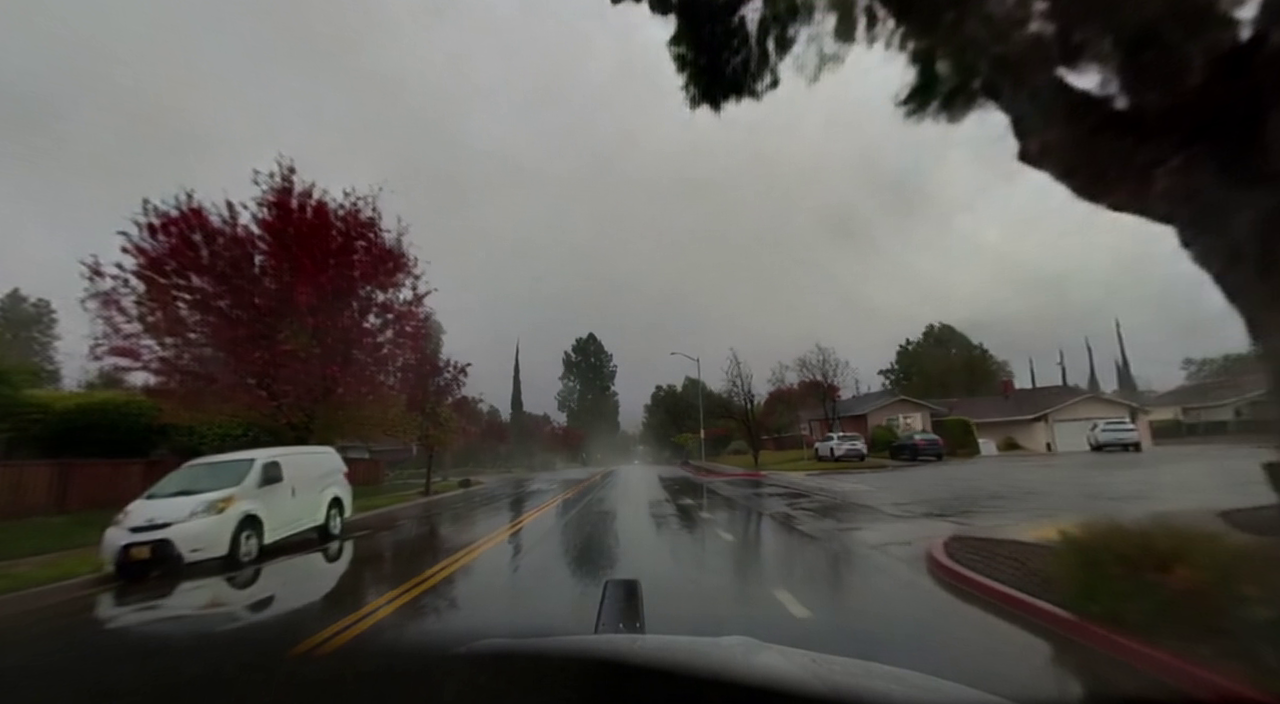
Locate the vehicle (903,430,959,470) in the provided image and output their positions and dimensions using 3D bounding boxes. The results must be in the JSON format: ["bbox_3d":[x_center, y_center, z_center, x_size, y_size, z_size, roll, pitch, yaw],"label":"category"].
[{"bbox_3d":[13.849,4.638,29.909,1.860,1.697,4.292,-5,-10,30],"label":"vehicle"}]

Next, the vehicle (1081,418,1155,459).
[{"bbox_3d":[21.831,3.982,29.020,1.956,1.632,3.922,-9,-11,27],"label":"vehicle"}]

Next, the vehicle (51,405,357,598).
[{"bbox_3d":[-6.793,2.334,10.621,2.057,2.317,4.386,-6,-10,-1],"label":"vehicle"}]

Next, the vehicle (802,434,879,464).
[{"bbox_3d":[9.419,4.621,30.094,1.922,1.263,4.664,0,-9,-3],"label":"vehicle"}]
